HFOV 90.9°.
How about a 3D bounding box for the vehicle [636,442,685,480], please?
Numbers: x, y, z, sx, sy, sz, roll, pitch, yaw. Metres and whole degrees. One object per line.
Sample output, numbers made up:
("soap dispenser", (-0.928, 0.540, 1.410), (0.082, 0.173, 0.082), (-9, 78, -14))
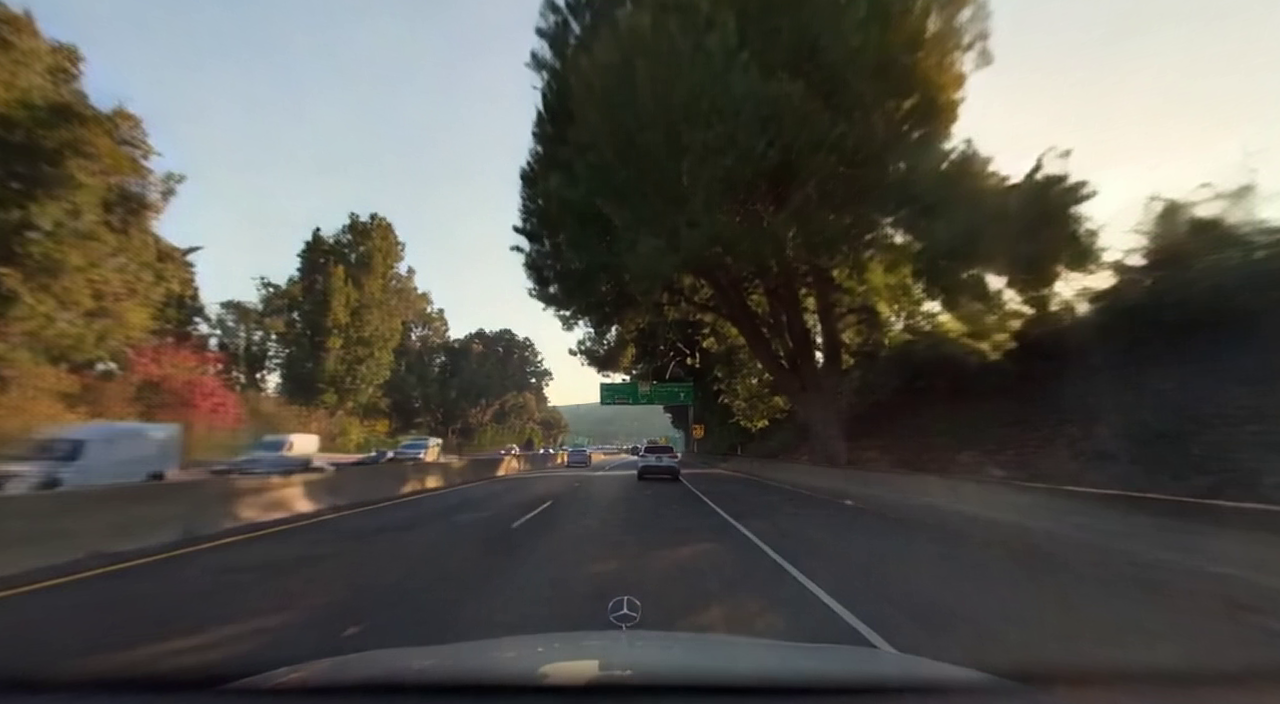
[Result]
("vehicle", (0.854, 4.631, 26.900), (1.960, 1.456, 3.818), (0, -9, 1))

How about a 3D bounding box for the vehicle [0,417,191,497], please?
("vehicle", (-20.763, 3.972, 24.081), (2.353, 2.613, 6.328), (0, -9, 1))

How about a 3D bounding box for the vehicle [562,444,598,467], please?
("vehicle", (-4.169, 7.297, 44.405), (2.081, 1.534, 4.543), (0, -9, 1))

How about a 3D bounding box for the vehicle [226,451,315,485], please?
("vehicle", (-16.660, 5.217, 28.633), (1.782, 1.442, 3.680), (0, -9, 0))
